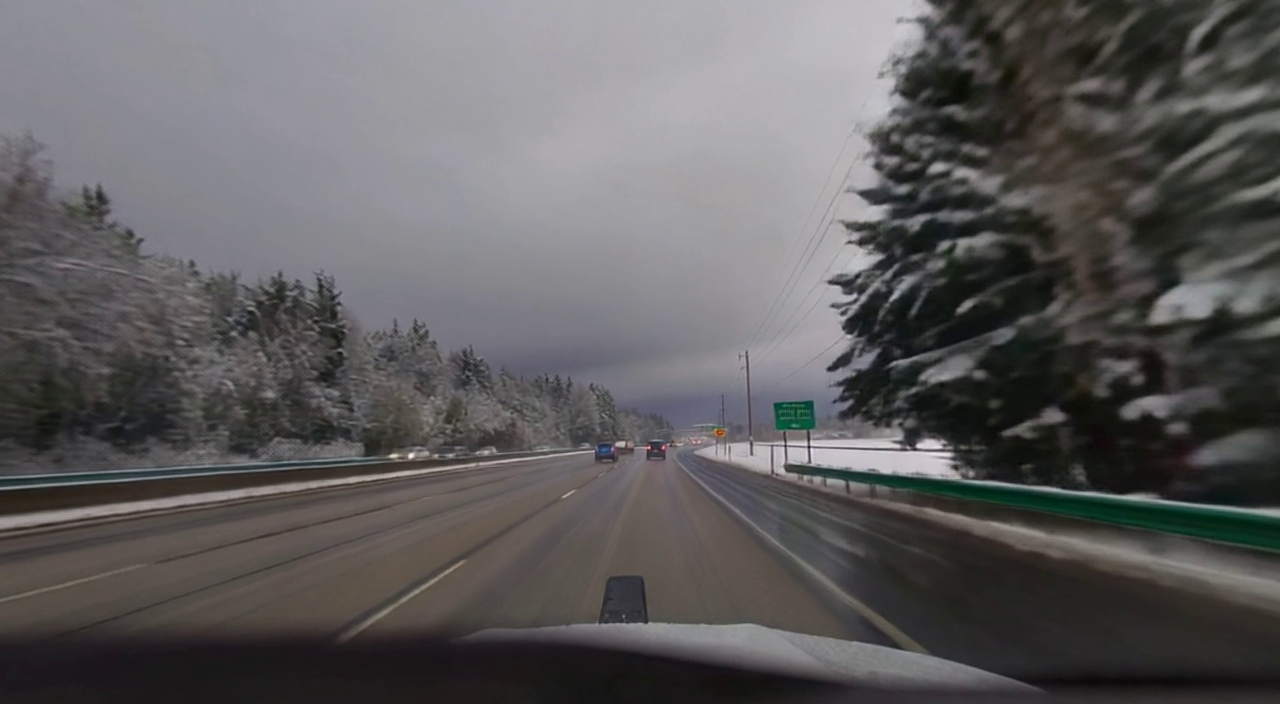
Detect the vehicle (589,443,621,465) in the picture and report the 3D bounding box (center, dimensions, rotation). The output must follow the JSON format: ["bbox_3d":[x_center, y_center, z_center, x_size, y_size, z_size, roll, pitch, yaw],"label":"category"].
[{"bbox_3d":[-2.632,7.724,47.883,2.021,1.515,4.453,0,-8,2],"label":"vehicle"}]

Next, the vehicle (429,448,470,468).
[{"bbox_3d":[-15.007,8.339,49.708,1.893,1.494,3.933,0,-8,1],"label":"vehicle"}]
